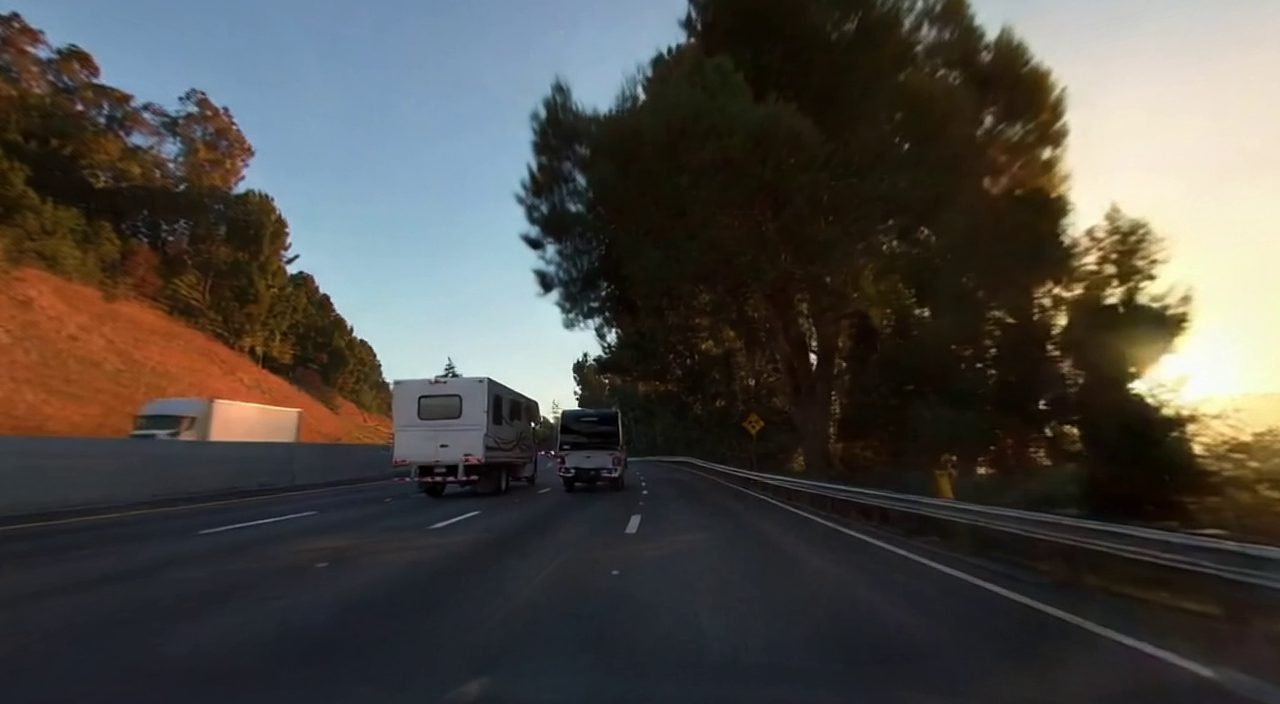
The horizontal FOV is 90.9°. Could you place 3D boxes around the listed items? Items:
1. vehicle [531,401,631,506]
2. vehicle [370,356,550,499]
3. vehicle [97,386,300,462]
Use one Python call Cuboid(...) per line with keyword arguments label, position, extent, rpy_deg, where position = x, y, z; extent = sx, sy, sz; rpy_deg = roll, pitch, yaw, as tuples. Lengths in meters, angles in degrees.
Cuboid(label="vehicle", position=(-1.491, 2.801, 17.518), extent=(2.331, 2.583, 3.743), rpy_deg=(0, -9, 1))
Cuboid(label="vehicle", position=(-6.076, 3.214, 25.008), extent=(2.929, 4.010, 14.446), rpy_deg=(0, -9, 0))
Cuboid(label="vehicle", position=(-25.599, 4.633, 38.075), extent=(2.740, 3.781, 13.067), rpy_deg=(0, -9, 0))
